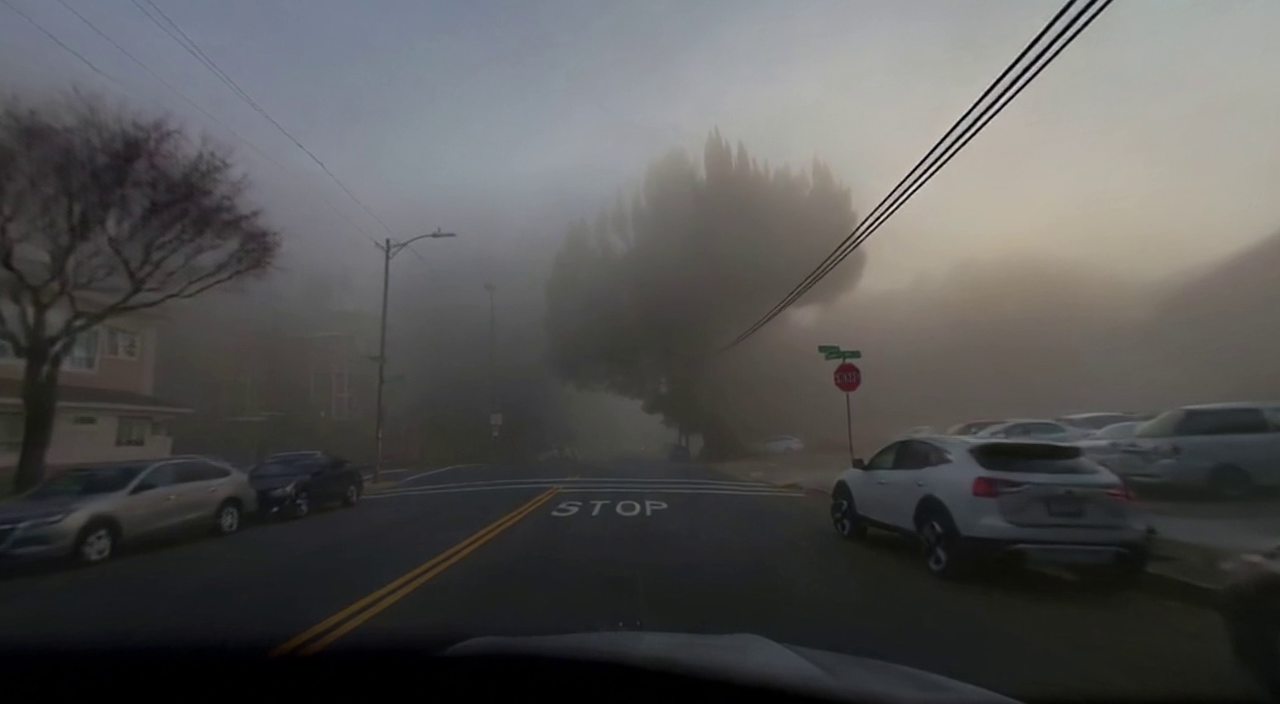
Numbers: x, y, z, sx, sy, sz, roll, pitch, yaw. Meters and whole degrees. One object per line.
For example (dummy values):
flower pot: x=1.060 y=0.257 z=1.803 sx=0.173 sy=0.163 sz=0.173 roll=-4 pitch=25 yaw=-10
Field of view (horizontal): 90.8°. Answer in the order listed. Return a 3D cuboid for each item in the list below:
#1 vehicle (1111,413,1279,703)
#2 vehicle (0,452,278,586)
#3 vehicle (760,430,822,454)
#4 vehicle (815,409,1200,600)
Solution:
vehicle: x=3.982 y=0.882 z=1.884 sx=1.846 sy=1.506 sz=4.165 roll=0 pitch=-8 yaw=-1
vehicle: x=-7.893 y=2.329 z=9.752 sx=1.904 sy=1.488 sz=4.600 roll=0 pitch=-8 yaw=0
vehicle: x=11.349 y=6.787 z=47.523 sx=4.509 sy=1.664 sz=1.981 roll=6 pitch=-10 yaw=-34
vehicle: x=3.731 y=1.603 z=7.503 sx=1.976 sy=1.614 sz=4.052 roll=0 pitch=-8 yaw=-2
